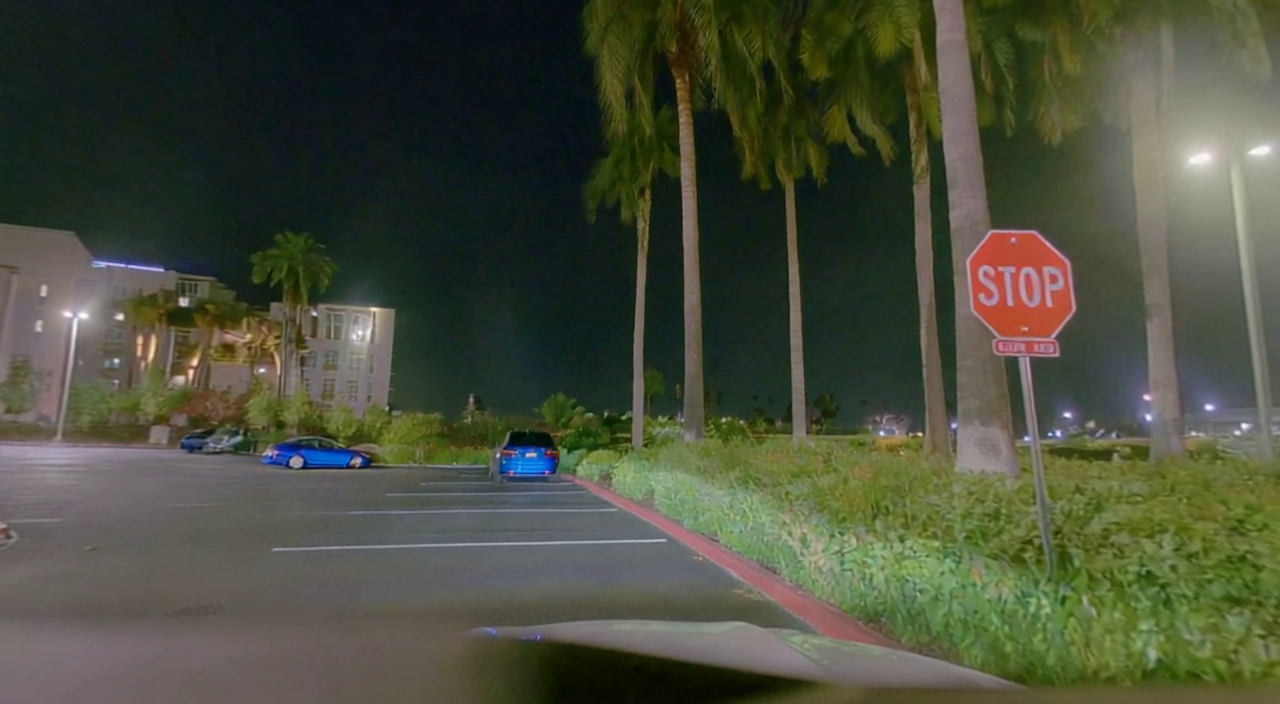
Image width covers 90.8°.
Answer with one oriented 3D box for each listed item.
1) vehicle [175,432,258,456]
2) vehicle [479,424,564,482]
[{"bbox_3d":[-28.365,6.199,42.479,4.457,1.552,1.748,5,-10,-32],"label":"vehicle"},{"bbox_3d":[-4.016,3.300,20.834,2.071,1.700,4.367,3,-9,-19],"label":"vehicle"}]
